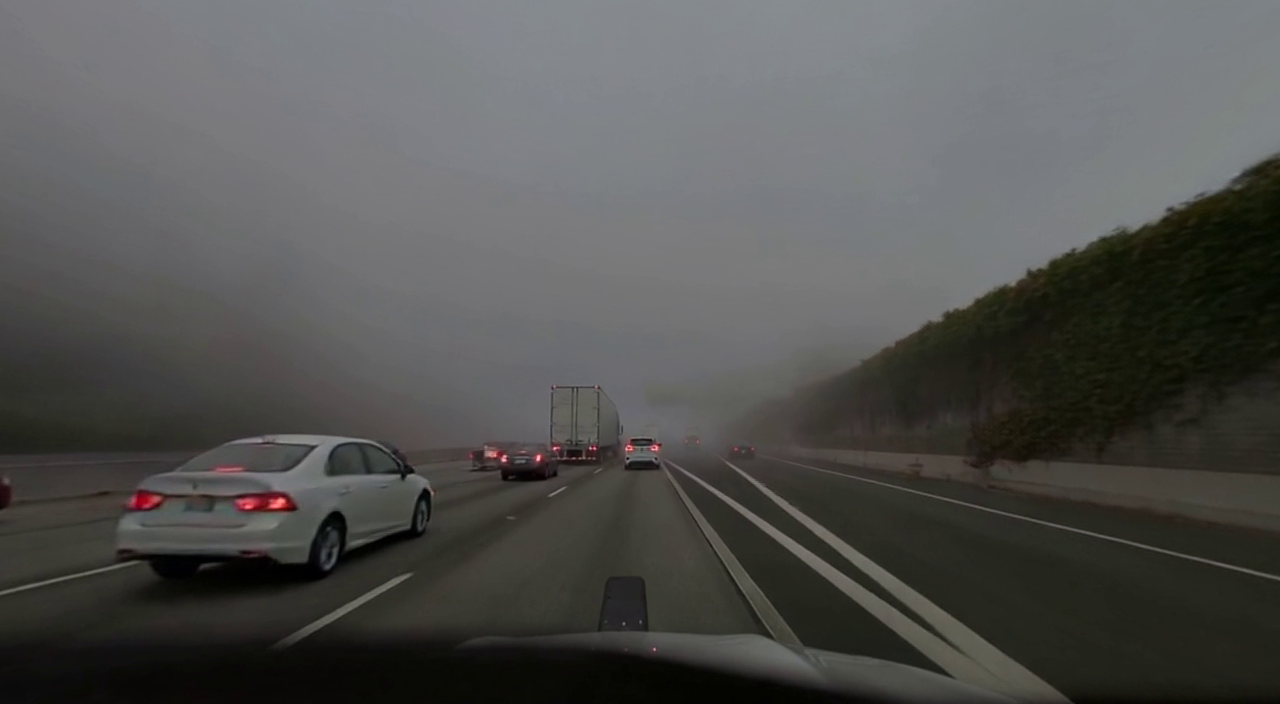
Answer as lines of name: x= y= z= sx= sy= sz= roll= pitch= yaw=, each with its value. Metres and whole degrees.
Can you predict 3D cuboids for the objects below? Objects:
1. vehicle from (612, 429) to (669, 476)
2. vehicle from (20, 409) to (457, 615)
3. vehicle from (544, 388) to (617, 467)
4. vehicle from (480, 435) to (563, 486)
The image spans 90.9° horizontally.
vehicle: x=0.038 y=4.375 z=27.520 sx=2.325 sy=1.864 sz=4.128 roll=0 pitch=-9 yaw=0
vehicle: x=-3.779 y=1.577 z=7.220 sx=1.866 sy=1.568 sz=4.603 roll=0 pitch=-9 yaw=2
vehicle: x=-3.669 y=5.628 z=44.178 sx=3.348 sy=4.469 sz=16.443 roll=0 pitch=-9 yaw=1
vehicle: x=-4.046 y=3.788 z=22.259 sx=2.124 sy=1.627 sz=3.863 roll=0 pitch=-9 yaw=1
